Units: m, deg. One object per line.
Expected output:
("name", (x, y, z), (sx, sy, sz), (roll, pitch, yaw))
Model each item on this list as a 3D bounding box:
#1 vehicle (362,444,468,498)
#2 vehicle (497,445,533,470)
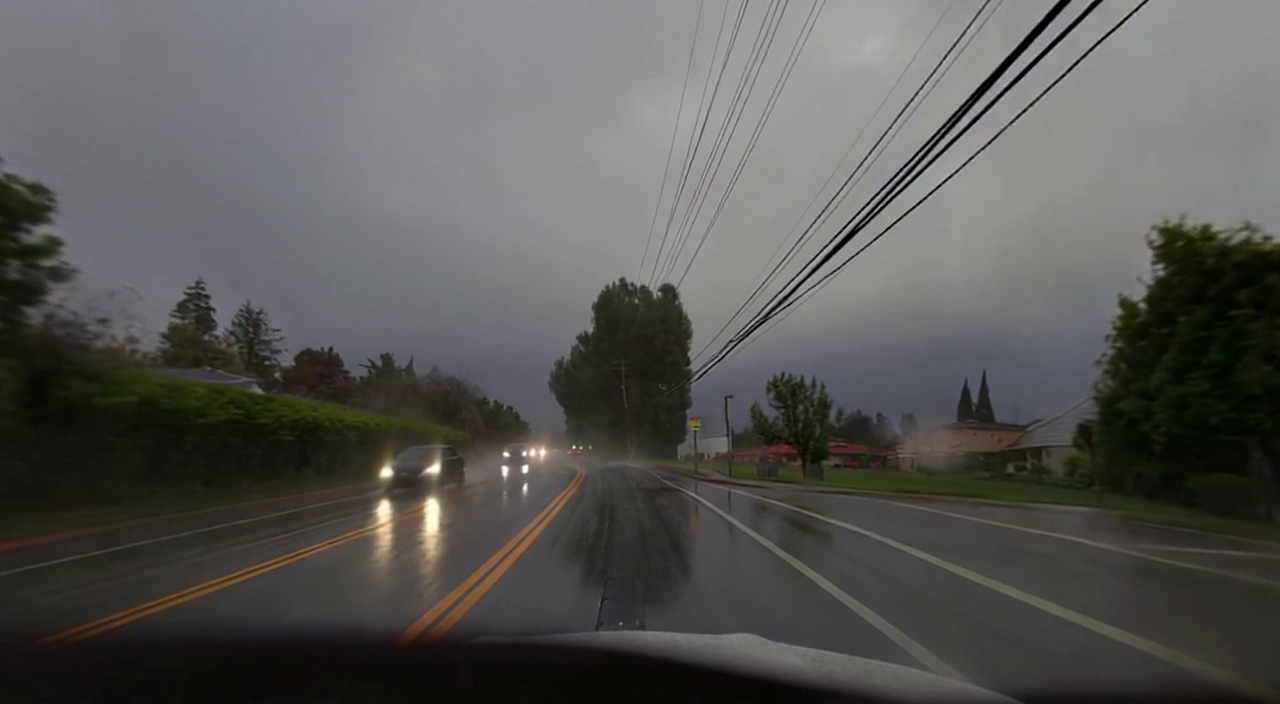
("vehicle", (-6.869, 3.633, 19.816), (1.883, 1.474, 4.450), (0, -8, -3))
("vehicle", (-9.094, 7.675, 46.294), (2.116, 1.672, 4.438), (1, -8, -5))
